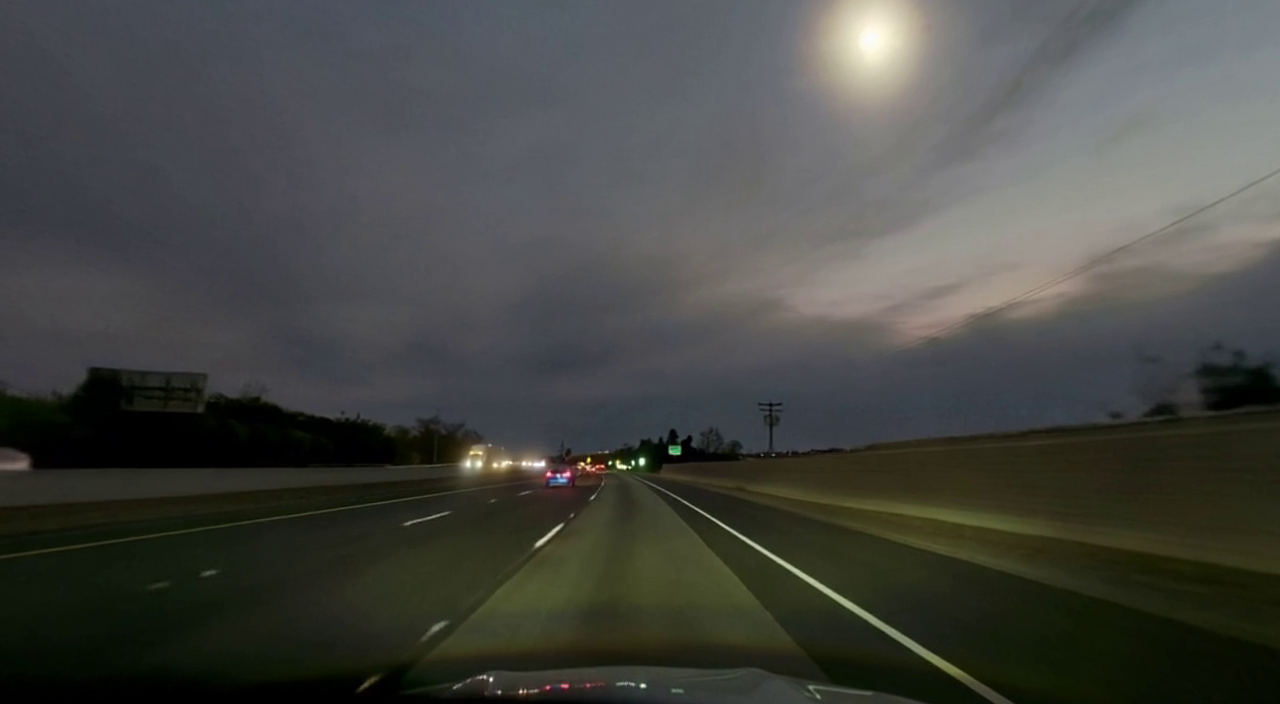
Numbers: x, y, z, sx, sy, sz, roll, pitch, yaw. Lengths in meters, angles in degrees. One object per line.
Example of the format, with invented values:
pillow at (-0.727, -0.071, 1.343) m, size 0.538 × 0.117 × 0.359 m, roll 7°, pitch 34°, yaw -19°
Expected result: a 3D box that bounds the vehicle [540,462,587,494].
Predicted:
vehicle at (-4.437, 7.365, 37.072) m, size 2.194 × 1.704 × 4.421 m, roll 1°, pitch -10°, yaw 0°
